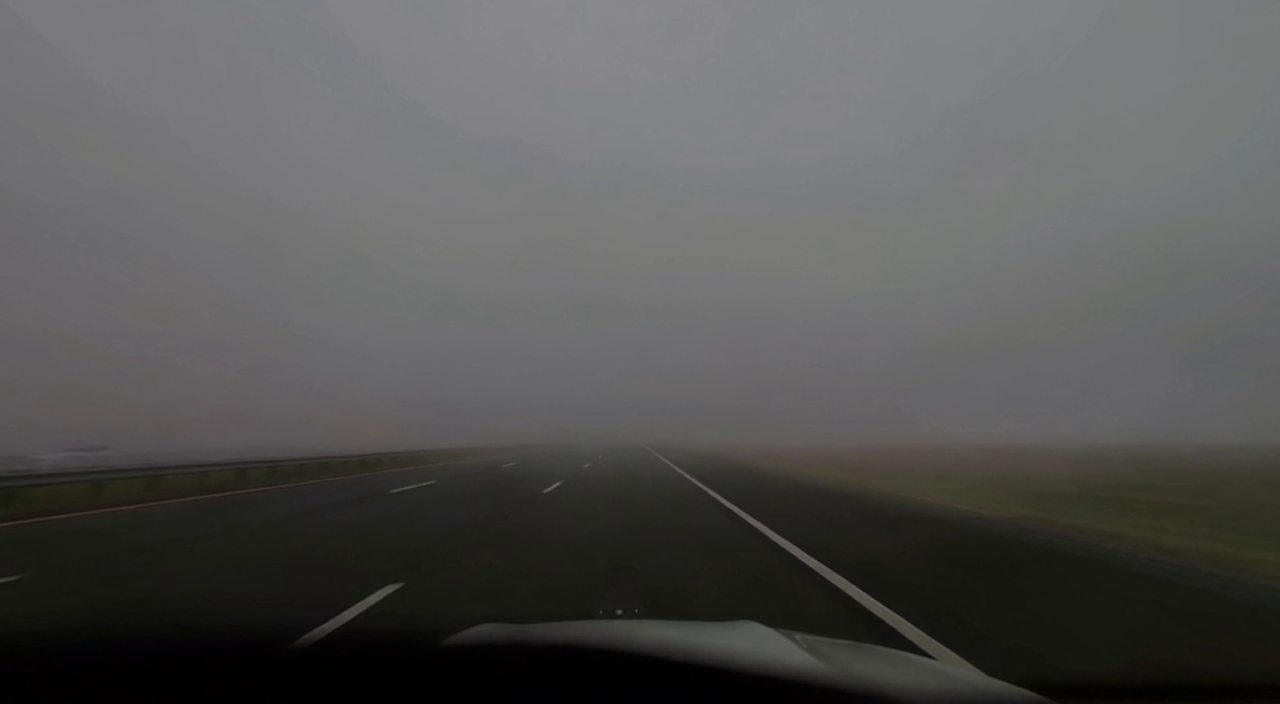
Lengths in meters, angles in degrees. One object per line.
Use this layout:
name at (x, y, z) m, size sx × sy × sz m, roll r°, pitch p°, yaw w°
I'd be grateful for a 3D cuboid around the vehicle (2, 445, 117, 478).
vehicle at (-28.790, 5.397, 31.380) m, size 1.793 × 1.487 × 4.216 m, roll 0°, pitch -8°, yaw -1°
